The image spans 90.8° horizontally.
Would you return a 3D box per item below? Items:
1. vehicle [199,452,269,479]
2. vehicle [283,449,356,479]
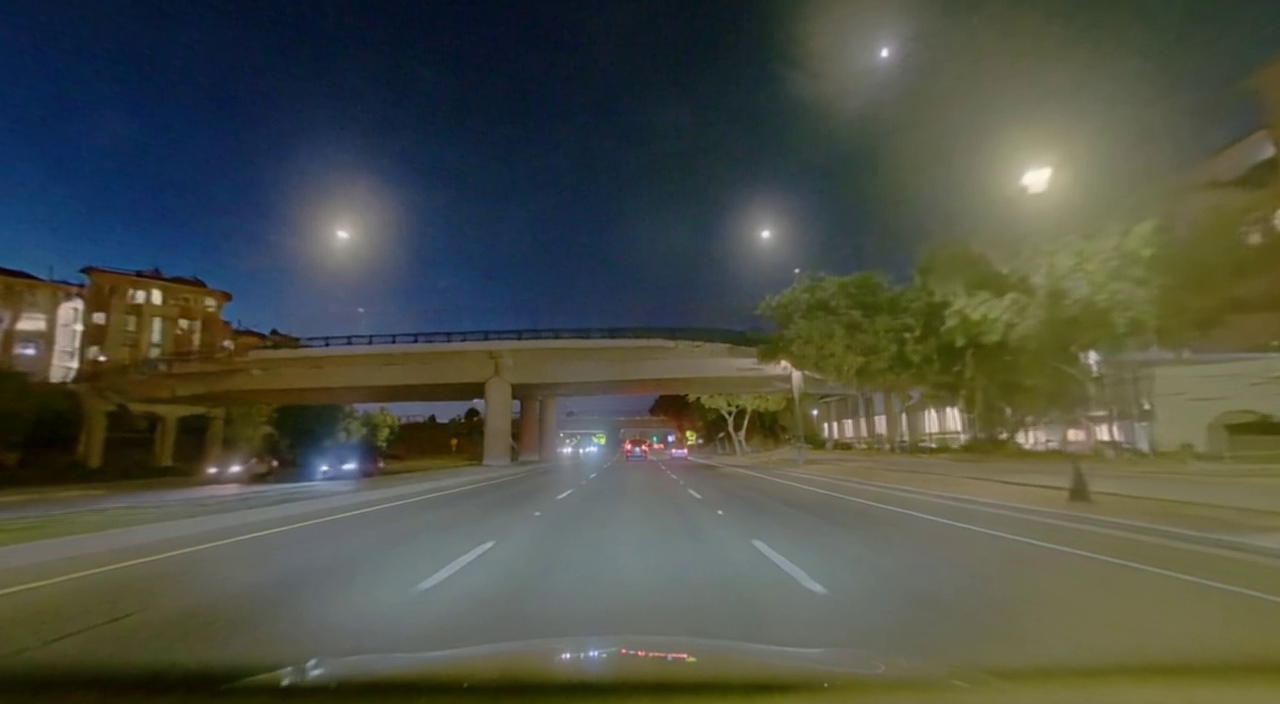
[{"bbox_3d":[-27.973,7.813,43.731,1.922,1.738,4.748,0,-8,-3],"label":"vehicle"},{"bbox_3d":[-19.173,6.683,37.982,2.053,1.632,4.354,0,-8,0],"label":"vehicle"}]
